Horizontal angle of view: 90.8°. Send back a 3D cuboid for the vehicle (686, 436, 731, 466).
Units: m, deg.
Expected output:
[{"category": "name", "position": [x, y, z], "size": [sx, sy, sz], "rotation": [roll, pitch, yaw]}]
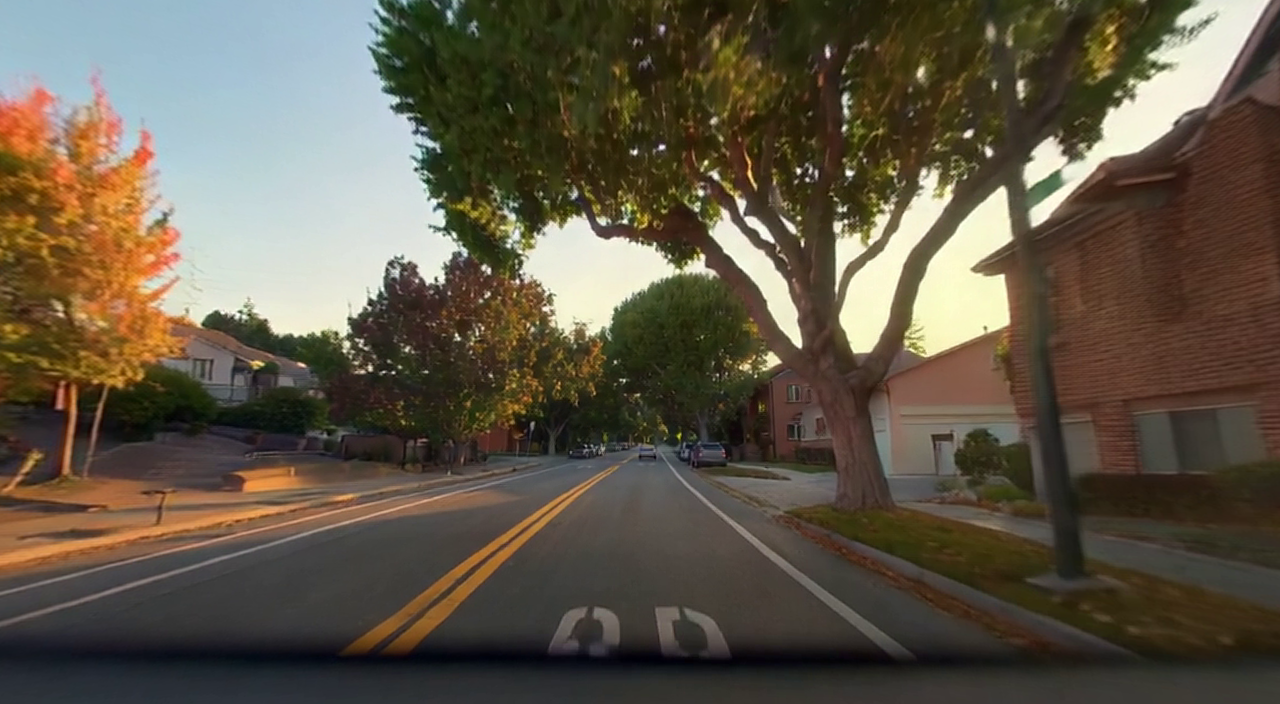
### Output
[{"category": "vehicle", "position": [4.165, 6.099, 39.259], "size": [1.937, 1.752, 4.574], "rotation": [0, -8, -5]}]
